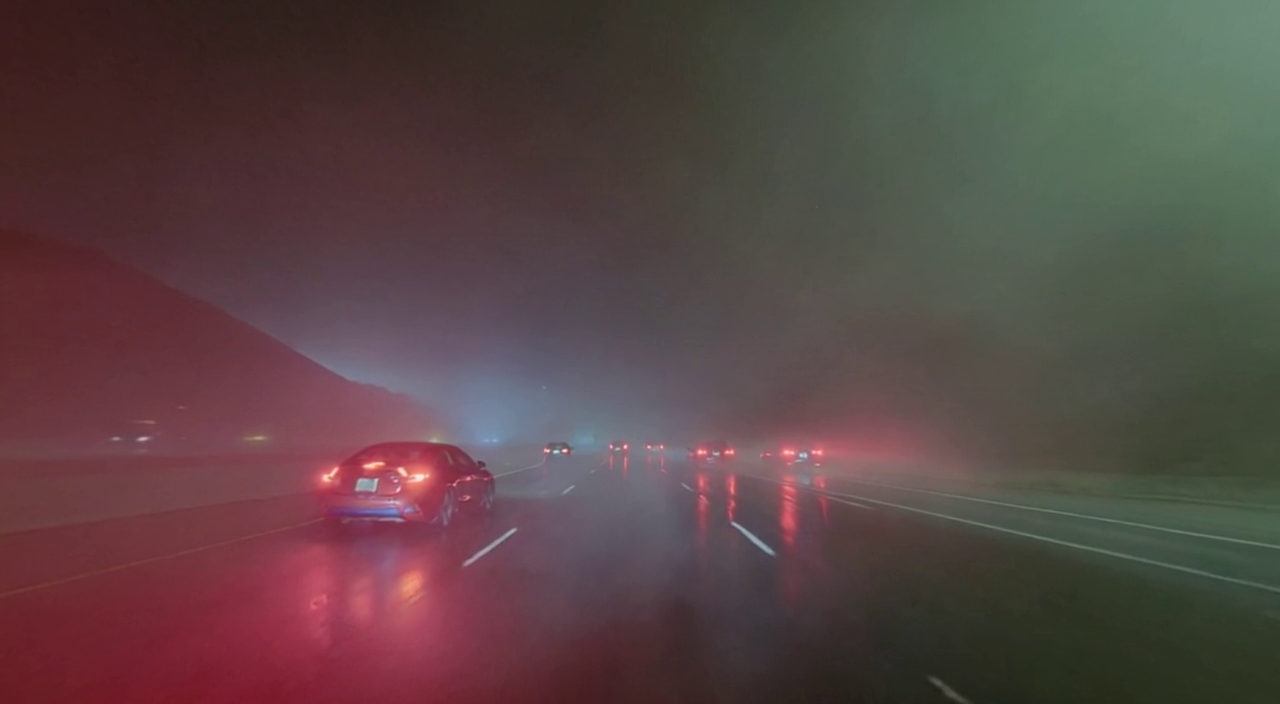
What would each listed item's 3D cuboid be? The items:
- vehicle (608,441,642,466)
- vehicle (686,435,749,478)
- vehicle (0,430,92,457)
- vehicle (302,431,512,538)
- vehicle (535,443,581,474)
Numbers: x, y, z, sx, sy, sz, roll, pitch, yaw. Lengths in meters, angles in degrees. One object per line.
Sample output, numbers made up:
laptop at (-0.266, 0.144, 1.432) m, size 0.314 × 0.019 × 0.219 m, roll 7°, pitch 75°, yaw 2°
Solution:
vehicle at (-0.972, 6.773, 42.220) m, size 2.147 × 1.572 × 4.094 m, roll 0°, pitch -9°, yaw 0°
vehicle at (3.450, 4.770, 28.991) m, size 2.222 × 1.820 × 4.733 m, roll 0°, pitch -9°, yaw -1°
vehicle at (-35.664, 5.500, 37.697) m, size 1.745 × 1.497 × 4.313 m, roll 0°, pitch -9°, yaw -1°
vehicle at (-3.767, 2.207, 11.152) m, size 1.993 × 1.500 × 4.248 m, roll 0°, pitch -9°, yaw 2°
vehicle at (-4.133, 5.394, 32.242) m, size 1.796 × 1.464 × 3.839 m, roll 0°, pitch -9°, yaw 0°
